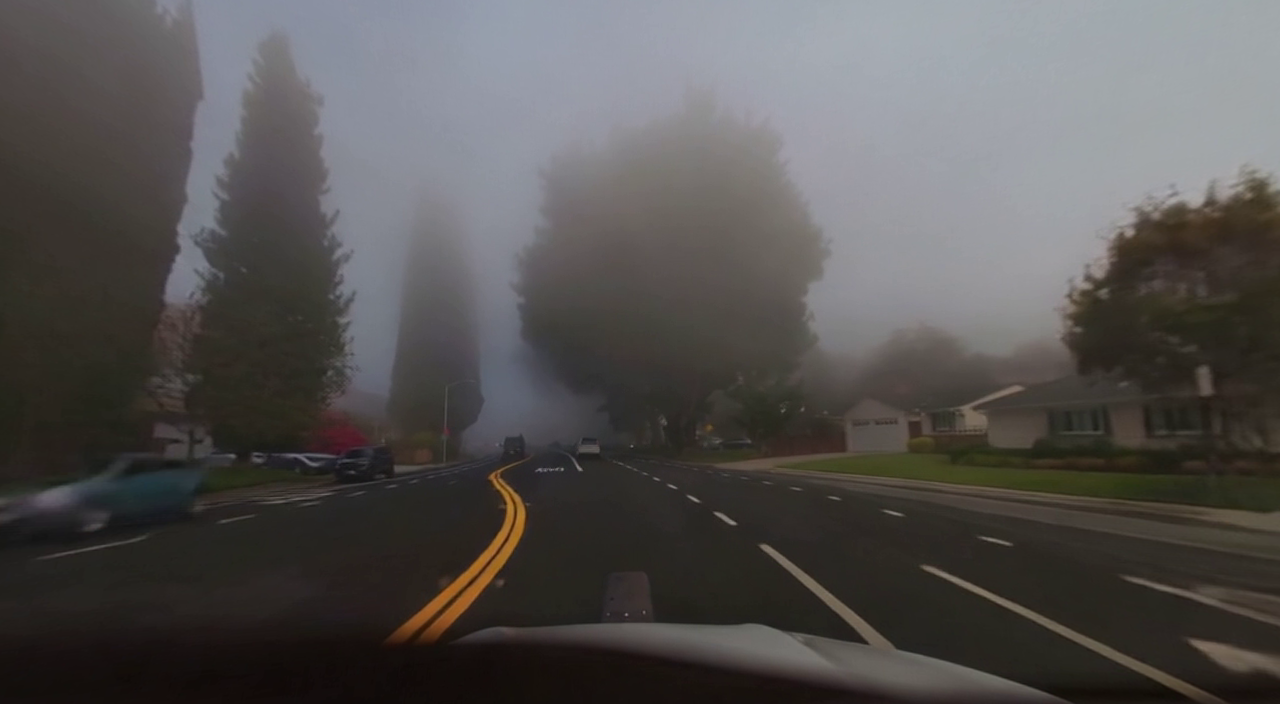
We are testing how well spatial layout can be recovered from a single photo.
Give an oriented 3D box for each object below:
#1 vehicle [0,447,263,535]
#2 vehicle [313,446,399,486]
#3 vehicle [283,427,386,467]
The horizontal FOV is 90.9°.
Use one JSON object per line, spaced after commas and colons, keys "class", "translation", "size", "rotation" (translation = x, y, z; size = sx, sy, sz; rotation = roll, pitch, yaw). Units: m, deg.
{"class": "vehicle", "translation": [-10.719, 2.819, 13.503], "size": [1.979, 1.503, 4.678], "rotation": [-2, -9, 7]}
{"class": "vehicle", "translation": [-12.885, 5.154, 28.898], "size": [1.881, 1.655, 4.177], "rotation": [0, -8, 1]}
{"class": "vehicle", "translation": [-22.359, 6.980, 46.260], "size": [6.474, 2.781, 2.364], "rotation": [-1, -8, 8]}
